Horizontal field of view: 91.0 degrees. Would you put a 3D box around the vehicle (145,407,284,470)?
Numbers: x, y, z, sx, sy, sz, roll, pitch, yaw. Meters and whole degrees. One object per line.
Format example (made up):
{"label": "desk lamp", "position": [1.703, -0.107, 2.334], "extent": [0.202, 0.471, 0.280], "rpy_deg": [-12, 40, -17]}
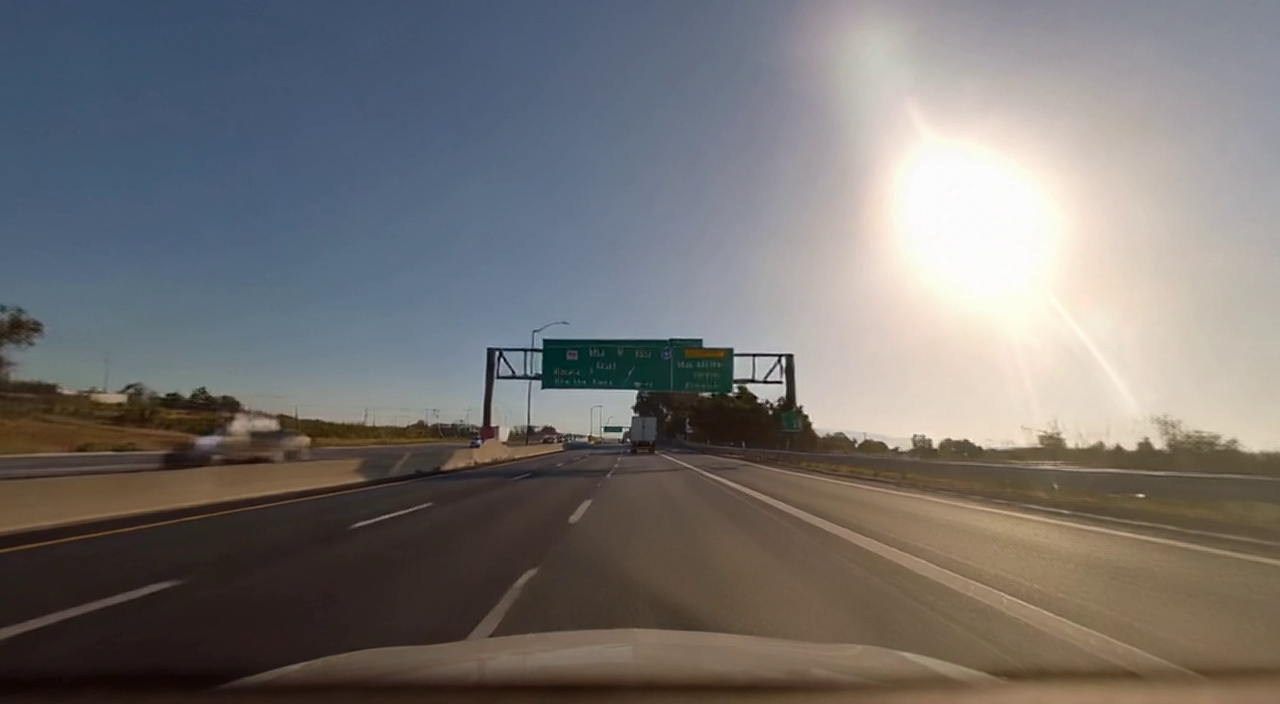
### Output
{"label": "vehicle", "position": [-19.003, 3.949, 28.572], "extent": [2.341, 2.520, 5.576], "rpy_deg": [-1, -8, 0]}
